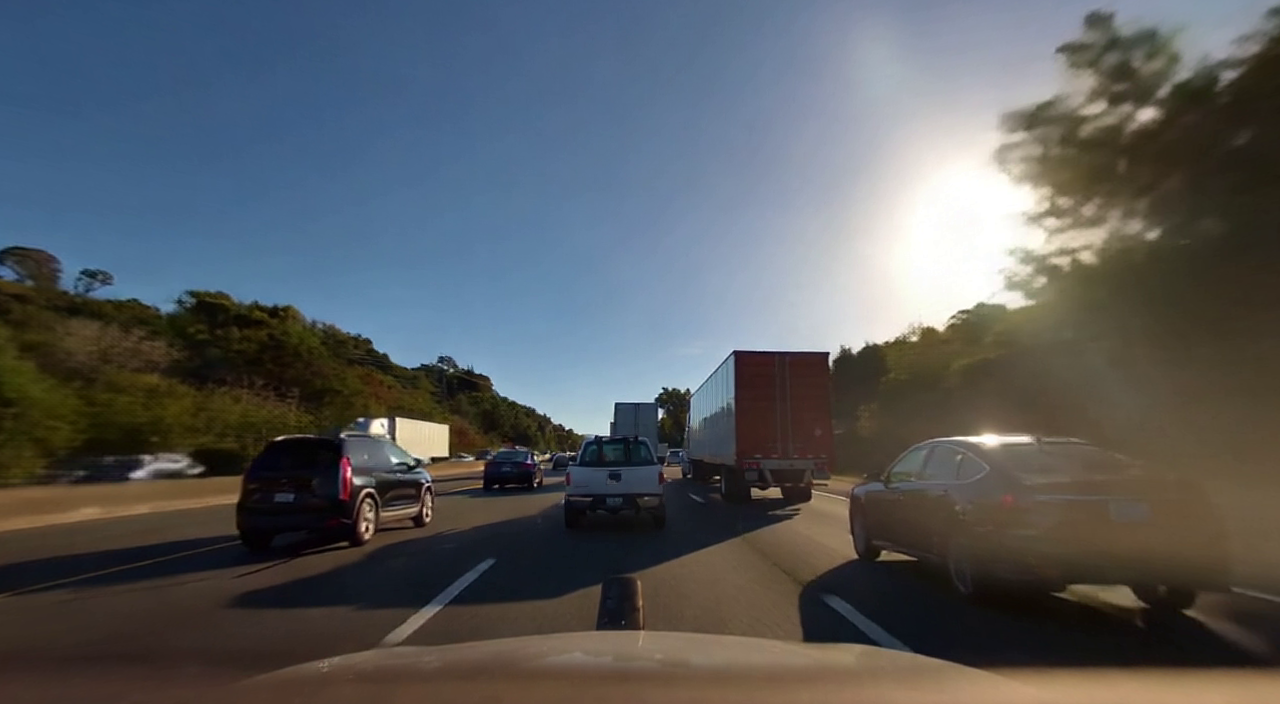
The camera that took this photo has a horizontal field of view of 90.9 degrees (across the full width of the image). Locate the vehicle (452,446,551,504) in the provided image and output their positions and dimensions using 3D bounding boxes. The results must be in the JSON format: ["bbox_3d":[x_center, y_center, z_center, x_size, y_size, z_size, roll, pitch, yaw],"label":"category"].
[{"bbox_3d":[-3.969,3.596,18.828,1.923,1.503,4.293,0,-9,1],"label":"vehicle"}]

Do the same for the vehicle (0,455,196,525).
[{"bbox_3d":[-12.855,3.186,15.021,1.890,1.443,3.558,0,-9,0],"label":"vehicle"}]

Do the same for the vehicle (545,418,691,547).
[{"bbox_3d":[-0.319,2.172,11.020,2.037,1.792,4.194,0,-9,0],"label":"vehicle"}]

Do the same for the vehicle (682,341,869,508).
[{"bbox_3d":[3.817,2.956,23.315,3.186,4.111,15.553,0,-9,-1],"label":"vehicle"}]

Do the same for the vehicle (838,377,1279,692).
[{"bbox_3d":[3.679,1.376,5.918,2.076,1.751,4.666,0,-9,0],"label":"vehicle"}]

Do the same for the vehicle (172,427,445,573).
[{"bbox_3d":[-4.331,1.973,9.059,1.789,1.620,3.841,0,-9,0],"label":"vehicle"}]
